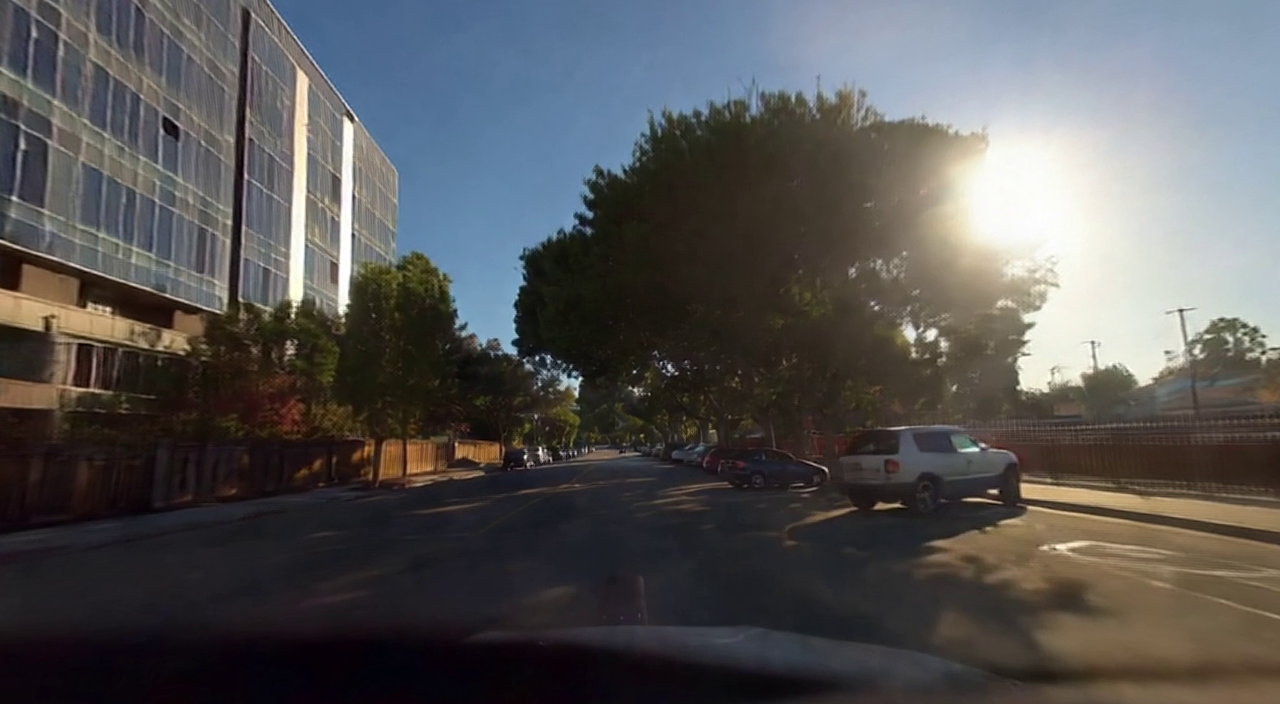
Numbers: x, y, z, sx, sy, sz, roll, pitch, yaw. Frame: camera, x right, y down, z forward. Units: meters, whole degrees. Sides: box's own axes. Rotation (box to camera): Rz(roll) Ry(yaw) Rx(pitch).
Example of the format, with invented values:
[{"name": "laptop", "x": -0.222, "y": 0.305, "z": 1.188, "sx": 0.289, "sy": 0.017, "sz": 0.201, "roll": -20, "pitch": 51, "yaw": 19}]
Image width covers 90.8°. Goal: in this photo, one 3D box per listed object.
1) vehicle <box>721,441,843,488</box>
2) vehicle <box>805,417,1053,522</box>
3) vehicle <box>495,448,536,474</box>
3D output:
[{"name": "vehicle", "x": 5.043, "y": 3.938, "z": 22.451, "sx": 3.752, "sy": 1.494, "sz": 2.083, "roll": 5, "pitch": -9, "yaw": -30}, {"name": "vehicle", "x": 6.421, "y": 2.449, "z": 13.973, "sx": 5.061, "sy": 1.829, "sz": 2.274, "roll": 2, "pitch": -8, "yaw": -29}, {"name": "vehicle", "x": -8.976, "y": 7.872, "z": 45.967, "sx": 2.172, "sy": 1.707, "sz": 4.273, "roll": 0, "pitch": -8, "yaw": -1}]
